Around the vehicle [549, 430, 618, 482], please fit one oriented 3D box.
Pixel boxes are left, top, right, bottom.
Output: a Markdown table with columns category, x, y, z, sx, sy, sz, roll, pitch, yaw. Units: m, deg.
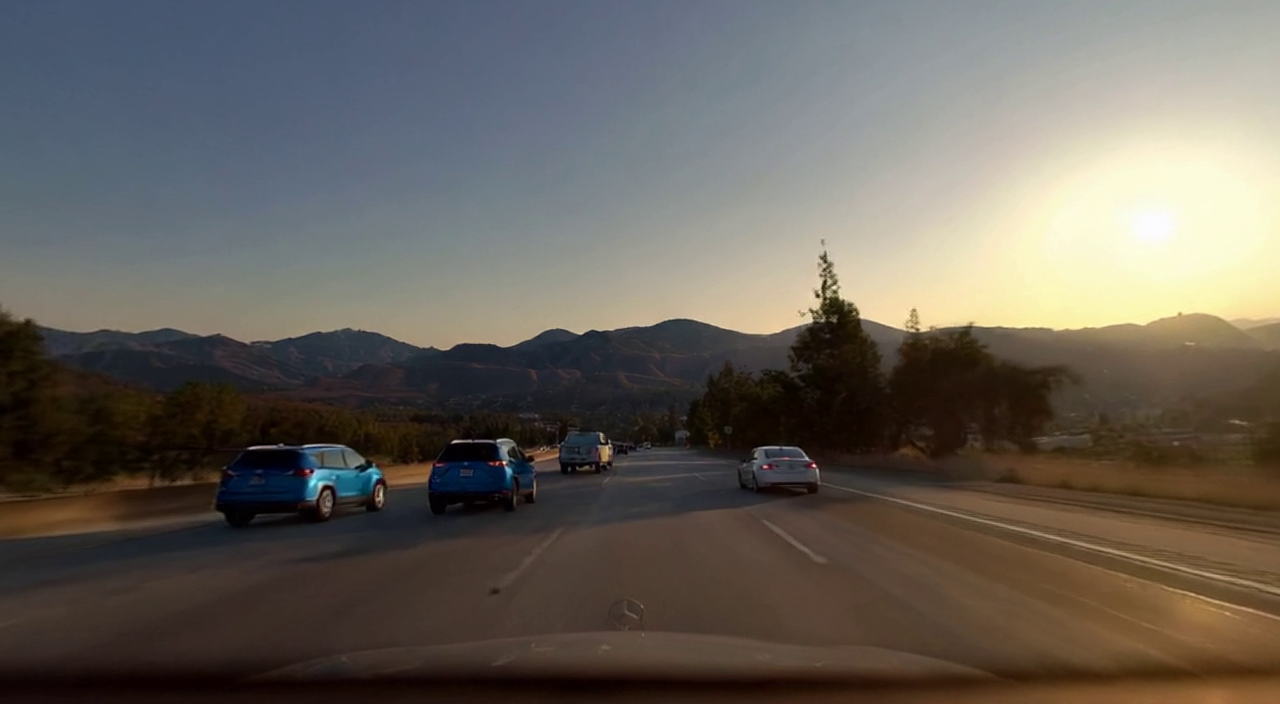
| category | x | y | z | sx | sy | sz | roll | pitch | yaw |
| --- | --- | --- | --- | --- | --- | --- | --- | --- | --- |
| vehicle | -2.437 | 4.735 | 29.052 | 2.494 | 2.136 | 5.539 | 0 | -8 | 2 |

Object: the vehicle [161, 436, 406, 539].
| category | x | y | z | sx | sy | sz | roll | pitch | yaw |
| --- | --- | --- | --- | --- | --- | --- | --- | --- | --- |
| vehicle | -6.656 | 2.534 | 12.567 | 2.084 | 1.639 | 4.648 | 0 | -8 | 1 |

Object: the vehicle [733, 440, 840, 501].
| category | x | y | z | sx | sy | sz | roll | pitch | yaw |
| --- | --- | --- | --- | --- | --- | --- | --- | --- | --- |
| vehicle | 4.177 | 3.435 | 18.783 | 2.071 | 1.570 | 4.637 | 0 | -8 | 0 |

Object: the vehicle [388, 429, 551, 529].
| category | x | y | z | sx | sy | sz | roll | pitch | yaw |
| --- | --- | --- | --- | --- | --- | --- | --- | --- | --- |
| vehicle | -3.264 | 2.513 | 13.075 | 2.080 | 1.716 | 4.207 | 0 | -8 | 2 |
